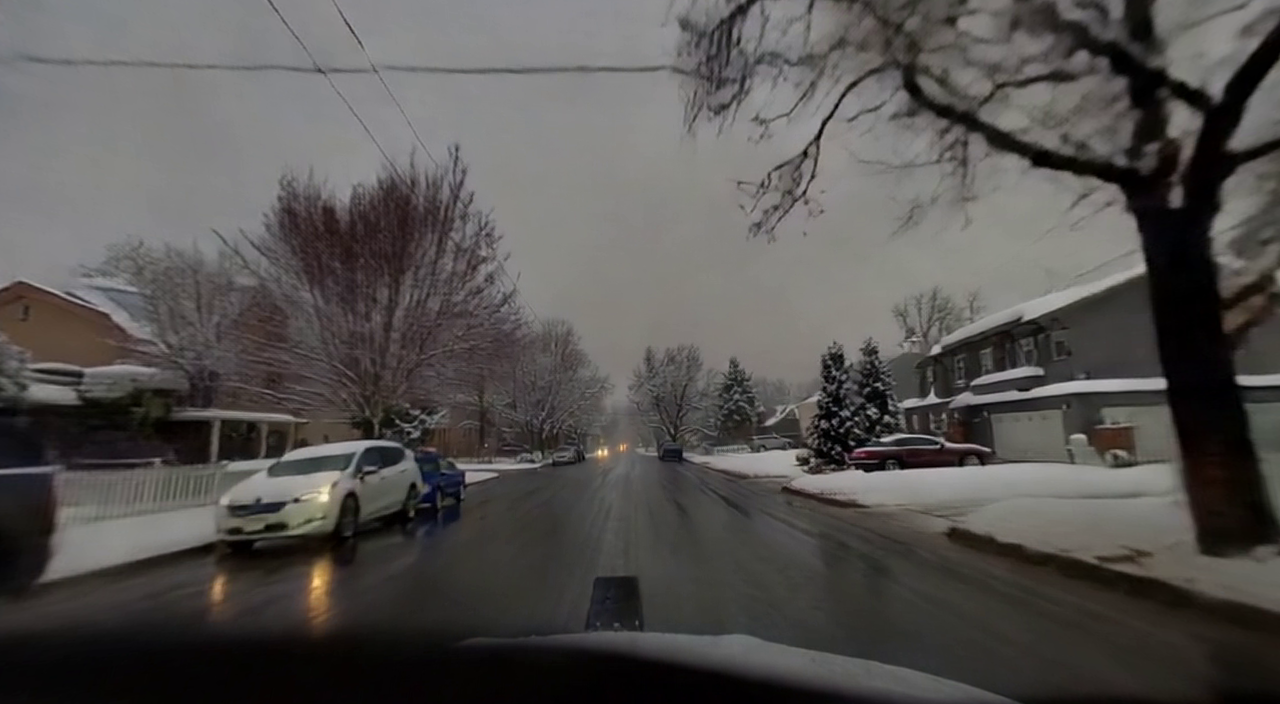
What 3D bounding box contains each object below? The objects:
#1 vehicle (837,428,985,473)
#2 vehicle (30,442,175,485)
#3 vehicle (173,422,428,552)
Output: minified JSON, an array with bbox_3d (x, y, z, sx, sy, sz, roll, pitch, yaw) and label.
[{"bbox_3d":[10.084,3.714,23.821,4.629,1.504,1.945,-1,-9,-1],"label":"vehicle"},{"bbox_3d":[-19.693,4.104,23.279,3.553,1.471,1.816,0,-9,-2],"label":"vehicle"},{"bbox_3d":[-5.917,2.375,12.055,2.015,1.766,5.450,-3,-8,-2],"label":"vehicle"}]
